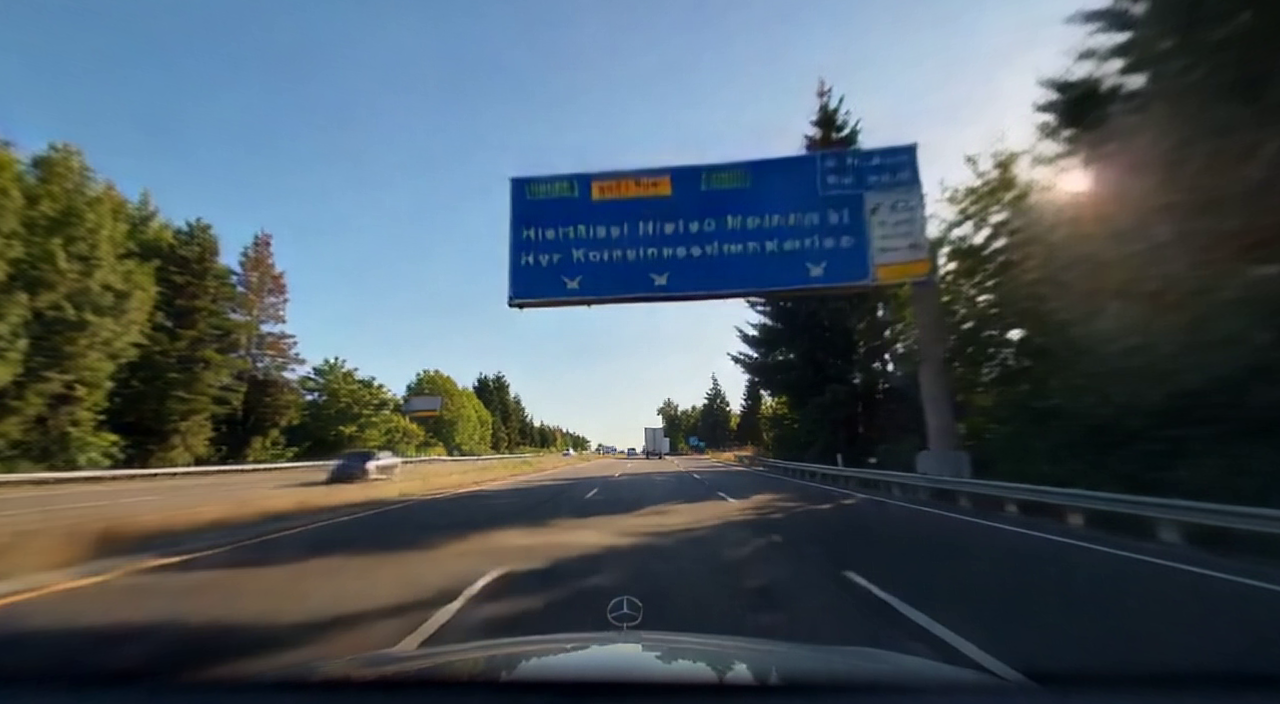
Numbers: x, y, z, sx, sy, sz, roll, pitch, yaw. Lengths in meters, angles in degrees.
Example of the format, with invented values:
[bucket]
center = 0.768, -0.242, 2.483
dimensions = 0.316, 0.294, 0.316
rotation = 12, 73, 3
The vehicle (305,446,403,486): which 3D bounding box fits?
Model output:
[vehicle]
center = -12.355, 4.953, 27.632
dimensions = 2.151, 1.566, 4.614
rotation = 0, -9, 0
